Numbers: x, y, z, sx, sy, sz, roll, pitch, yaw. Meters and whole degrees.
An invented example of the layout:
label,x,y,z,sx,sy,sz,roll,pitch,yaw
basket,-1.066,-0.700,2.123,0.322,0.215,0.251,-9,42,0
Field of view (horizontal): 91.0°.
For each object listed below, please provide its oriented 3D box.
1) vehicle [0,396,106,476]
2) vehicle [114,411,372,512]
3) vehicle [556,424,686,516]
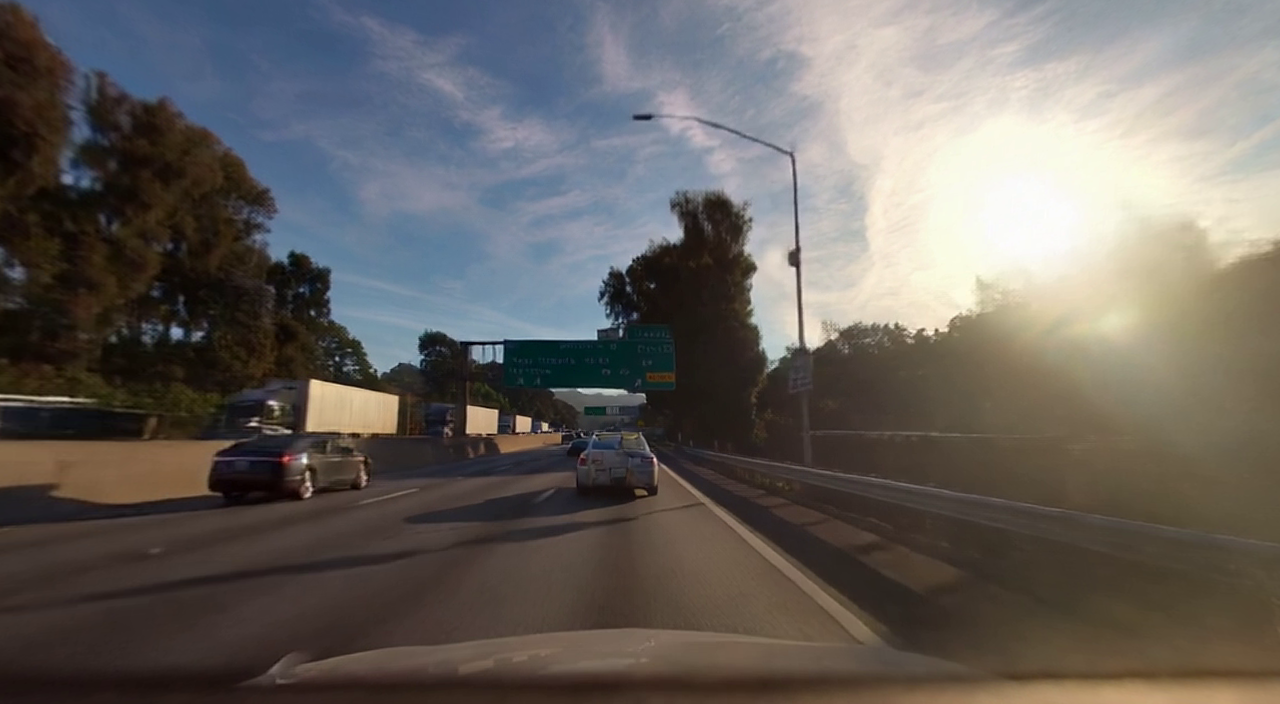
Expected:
label,x,y,z,sx,sy,sz,roll,pitch,yaw
vehicle,-14.628,1.859,13.896,1.895,1.683,4.224,0,-8,0
vehicle,-7.558,2.139,12.718,2.325,1.663,4.426,0,-8,0
vehicle,-0.320,2.261,12.636,2.127,1.497,4.445,0,-8,0
